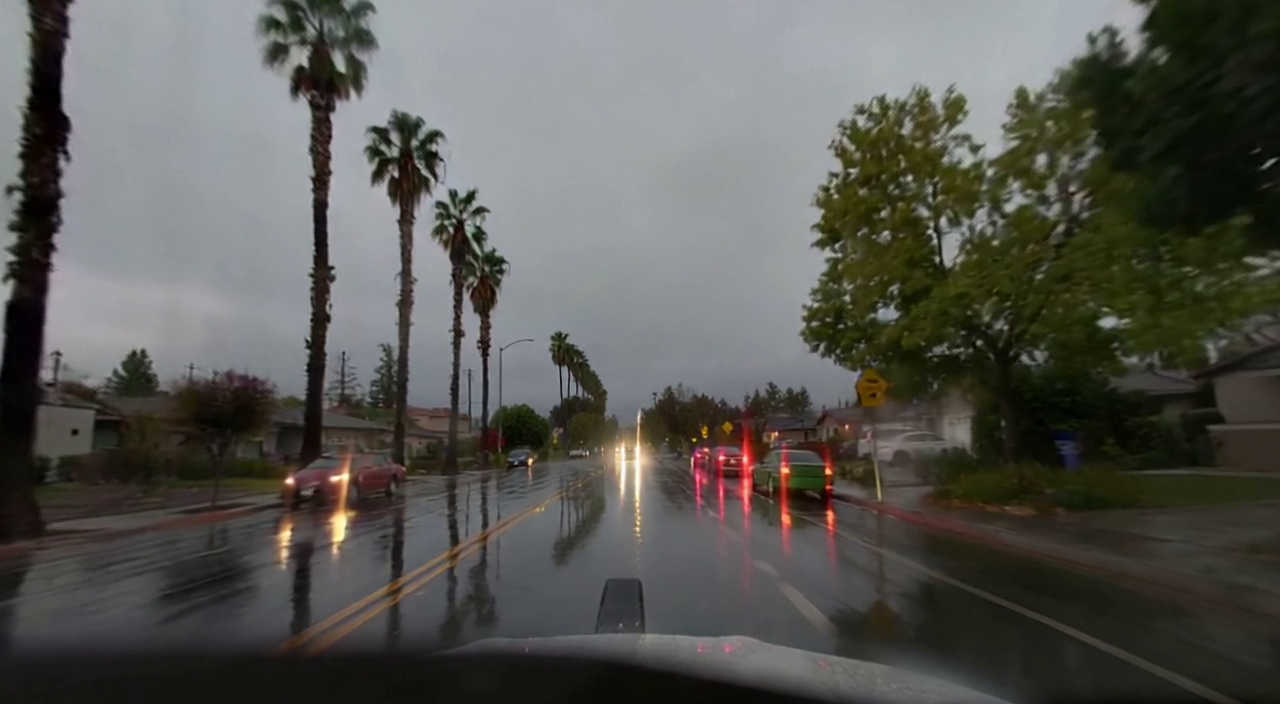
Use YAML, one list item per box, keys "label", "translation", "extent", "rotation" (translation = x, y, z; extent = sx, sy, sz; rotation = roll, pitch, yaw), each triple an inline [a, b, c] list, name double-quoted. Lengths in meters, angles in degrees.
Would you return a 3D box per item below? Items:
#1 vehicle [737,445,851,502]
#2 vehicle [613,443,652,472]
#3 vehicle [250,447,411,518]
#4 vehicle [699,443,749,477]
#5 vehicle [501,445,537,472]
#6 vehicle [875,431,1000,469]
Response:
- label: "vehicle"
  translation: [4.462, 3.594, 19.286]
  extent: [2.033, 1.495, 5.175]
  rotation: [0, -8, -2]
- label: "vehicle"
  translation: [-0.426, 5.896, 35.534]
  extent: [2.098, 1.483, 4.099]
  rotation: [0, -8, -1]
- label: "vehicle"
  translation: [-9.005, 3.787, 19.109]
  extent: [2.181, 1.527, 5.441]
  rotation: [-2, -7, 0]
- label: "vehicle"
  translation: [4.365, 5.677, 33.669]
  extent: [2.017, 1.646, 5.389]
  rotation: [0, -8, 1]
- label: "vehicle"
  translation: [-9.100, 8.013, 47.676]
  extent: [1.945, 1.666, 4.107]
  rotation: [-3, -6, -1]
- label: "vehicle"
  translation: [12.545, 4.149, 26.815]
  extent: [4.288, 1.539, 1.934]
  rotation: [0, -8, -1]
